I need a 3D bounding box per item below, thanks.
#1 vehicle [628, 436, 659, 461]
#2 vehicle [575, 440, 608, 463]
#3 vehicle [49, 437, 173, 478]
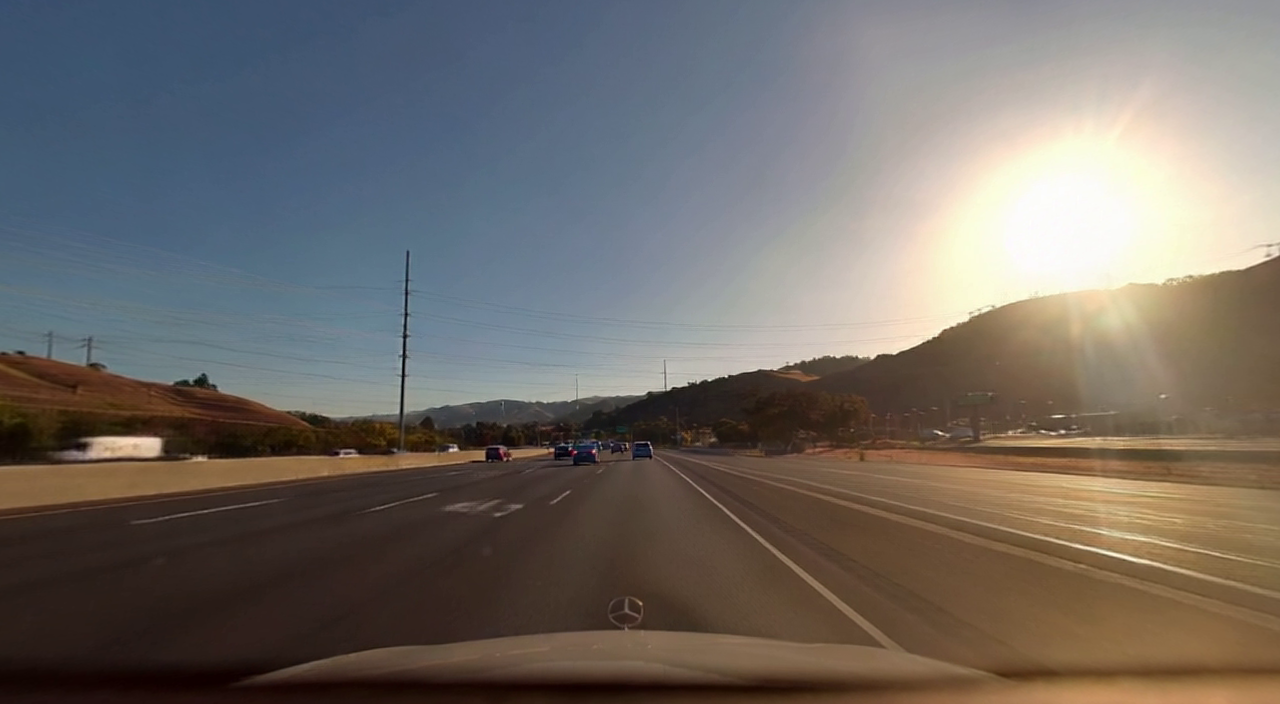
[{"bbox_3d":[0.213,7.230,47.305,2.194,1.737,4.127,0,-8,-1],"label":"vehicle"},{"bbox_3d":[-3.411,7.167,45.492,1.967,1.517,4.808,0,-8,0],"label":"vehicle"},{"bbox_3d":[-35.823,7.135,43.080,2.859,2.588,6.379,0,-8,1],"label":"vehicle"}]
